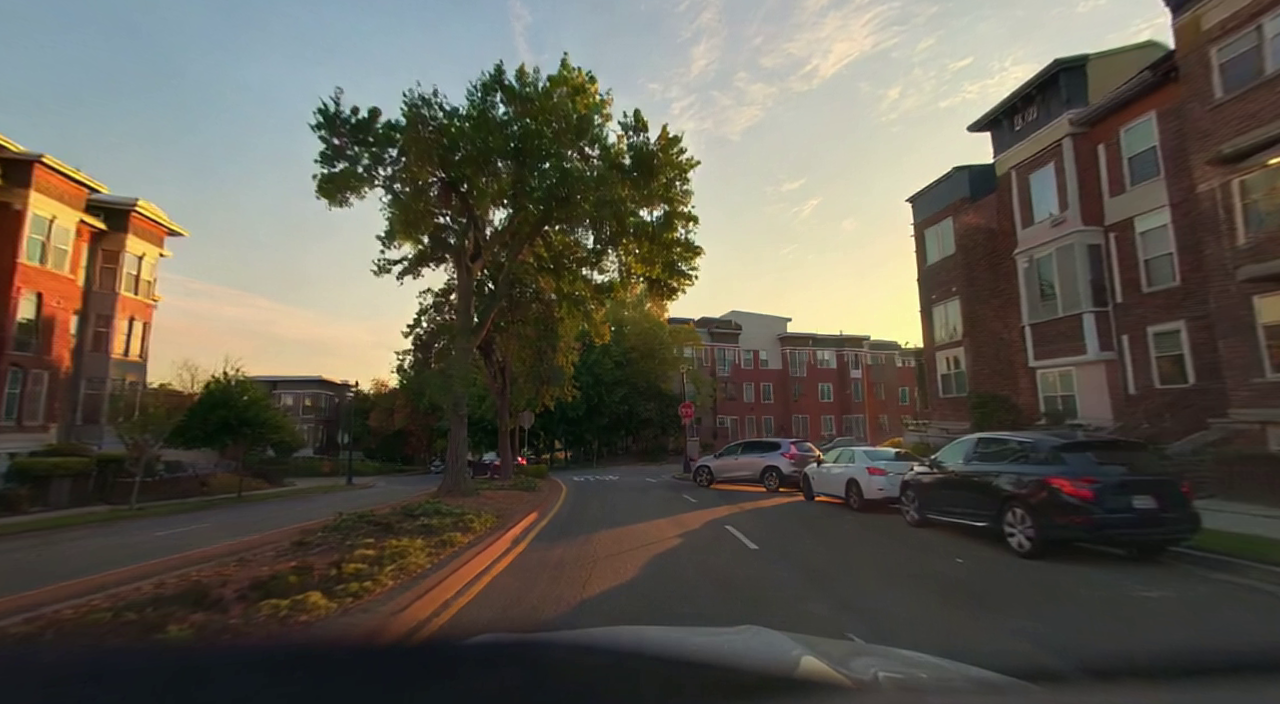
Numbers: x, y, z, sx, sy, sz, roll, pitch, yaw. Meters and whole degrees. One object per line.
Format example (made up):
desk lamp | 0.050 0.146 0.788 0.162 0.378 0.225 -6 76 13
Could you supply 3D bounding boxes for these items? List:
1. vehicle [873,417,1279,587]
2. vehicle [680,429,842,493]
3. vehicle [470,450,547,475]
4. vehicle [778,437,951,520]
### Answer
vehicle | 4.928 1.742 8.054 1.989 1.503 4.594 1 -9 -2
vehicle | 3.385 3.269 18.738 2.065 1.529 4.709 1 -11 -29
vehicle | -8.438 7.036 40.340 4.654 1.503 1.951 -5 -10 30
vehicle | 4.638 2.656 14.008 1.758 1.454 5.088 0 -8 -3
